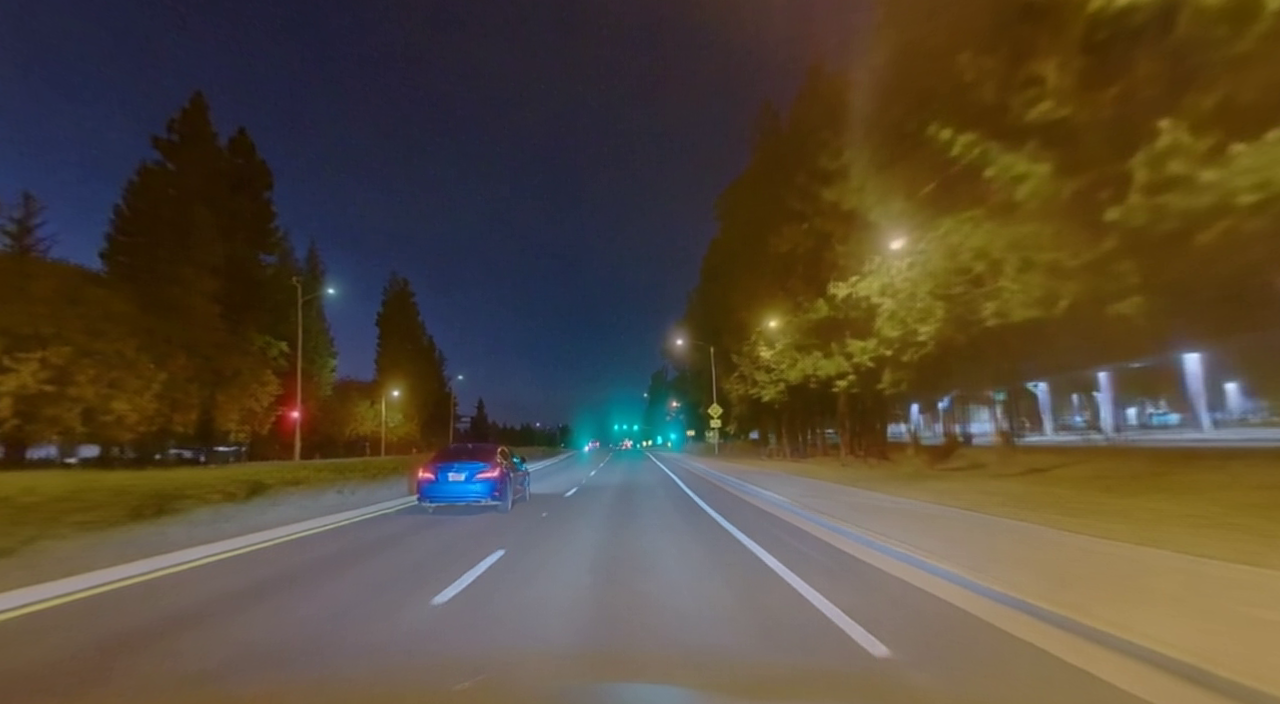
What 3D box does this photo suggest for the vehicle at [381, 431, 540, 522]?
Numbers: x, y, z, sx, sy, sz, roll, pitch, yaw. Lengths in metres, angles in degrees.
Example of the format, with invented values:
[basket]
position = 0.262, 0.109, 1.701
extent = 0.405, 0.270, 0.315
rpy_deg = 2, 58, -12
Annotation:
[vehicle]
position = -3.288, 2.348, 12.516
extent = 1.964, 1.472, 4.078
rpy_deg = 0, -8, 0
